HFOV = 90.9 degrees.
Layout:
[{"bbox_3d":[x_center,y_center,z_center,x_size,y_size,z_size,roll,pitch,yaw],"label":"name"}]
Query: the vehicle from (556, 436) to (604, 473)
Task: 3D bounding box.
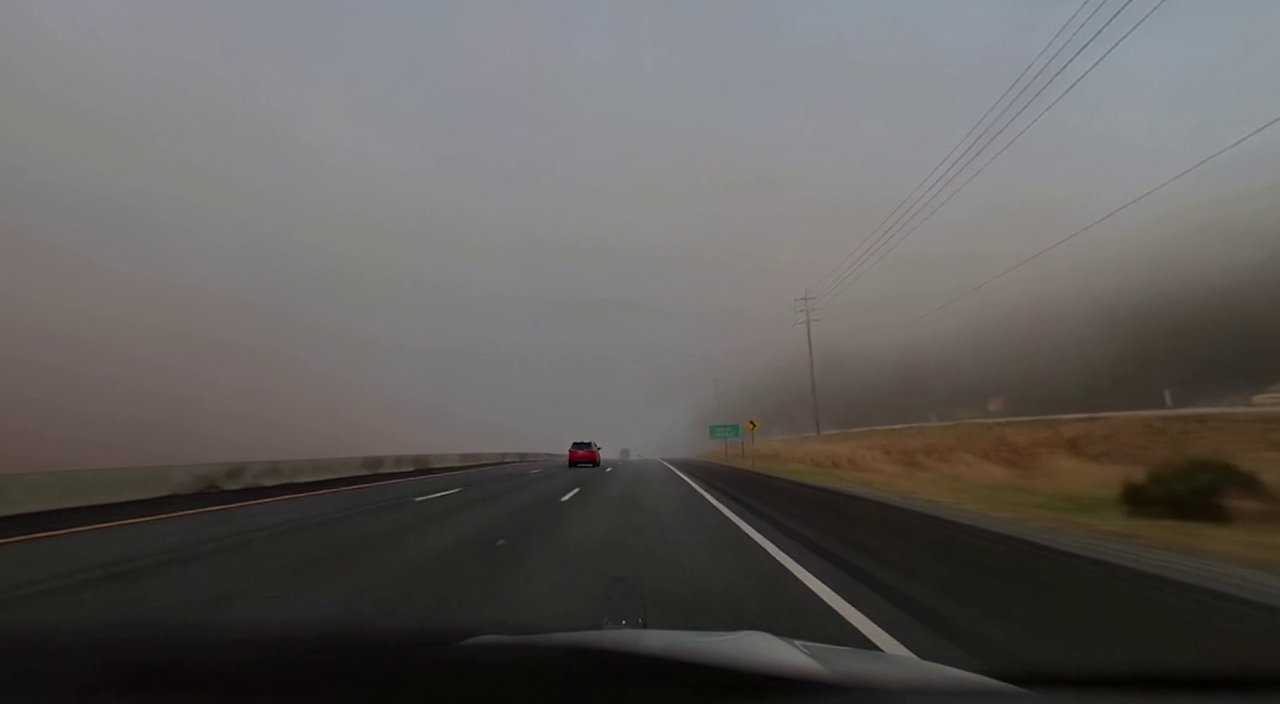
[{"bbox_3d":[-3.220,5.595,34.675,2.136,1.845,4.515,0,-8,1],"label":"vehicle"}]
